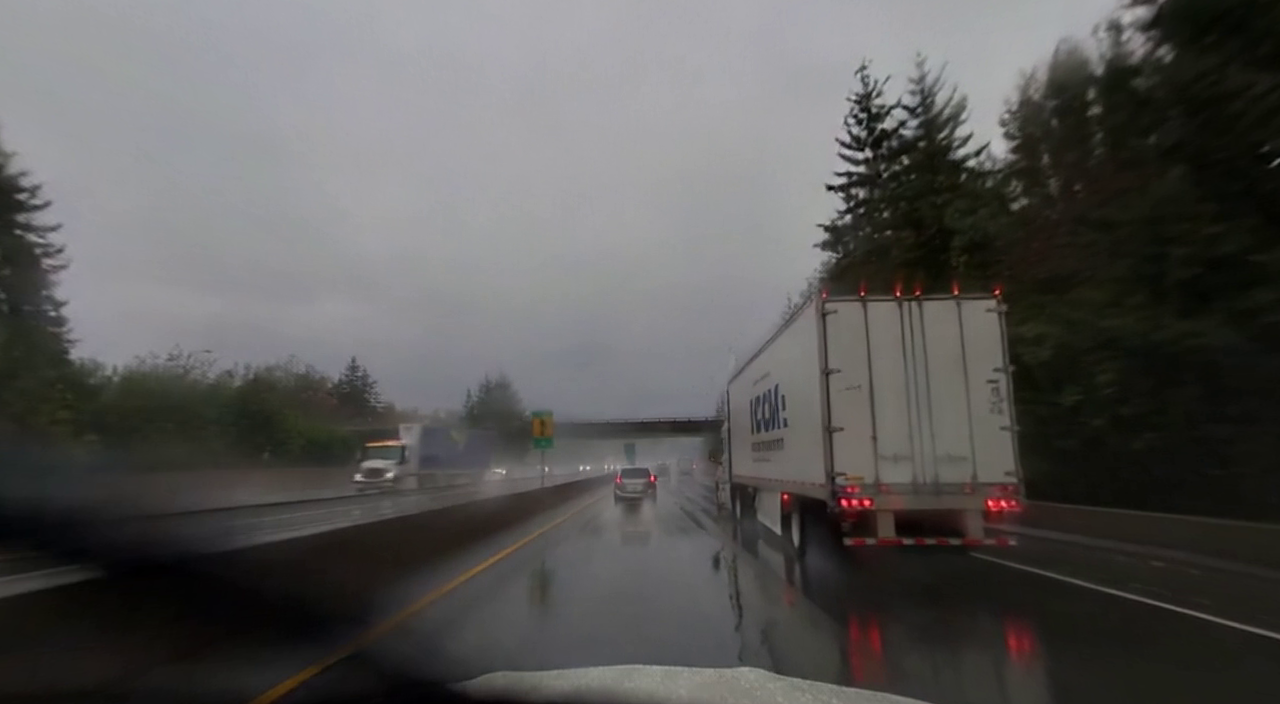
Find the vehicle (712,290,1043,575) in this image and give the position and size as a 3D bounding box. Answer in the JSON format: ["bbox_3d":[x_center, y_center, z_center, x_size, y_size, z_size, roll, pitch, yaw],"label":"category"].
[{"bbox_3d":[4.364,2.612,17.484,2.964,4.188,16.587,0,-10,1],"label":"vehicle"}]

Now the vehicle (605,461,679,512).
[{"bbox_3d":[0.067,4.249,20.117,2.156,1.444,3.762,1,-10,0],"label":"vehicle"}]

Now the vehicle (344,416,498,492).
[{"bbox_3d":[-12.690,6.576,39.431,2.871,3.707,16.908,0,-11,3],"label":"vehicle"}]
